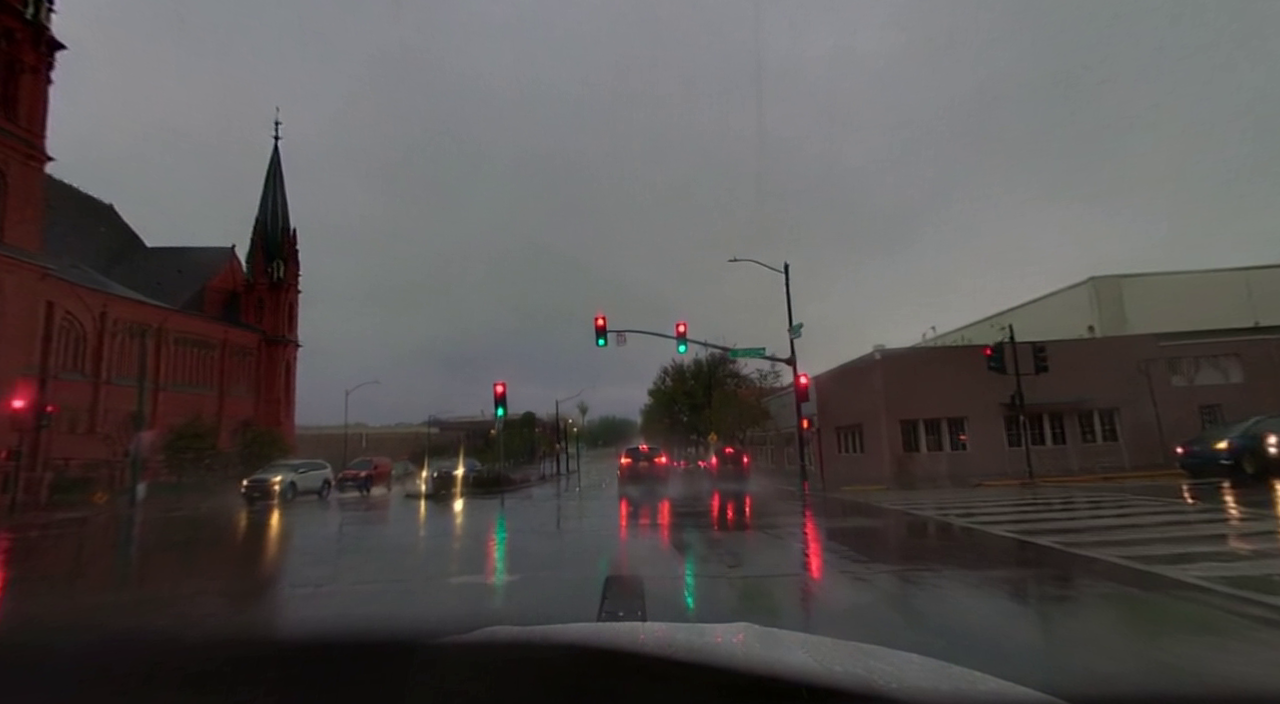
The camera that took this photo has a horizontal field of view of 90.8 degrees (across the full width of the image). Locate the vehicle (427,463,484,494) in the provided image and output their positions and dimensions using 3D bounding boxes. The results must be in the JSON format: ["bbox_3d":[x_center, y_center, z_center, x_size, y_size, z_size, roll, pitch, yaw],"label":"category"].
[{"bbox_3d":[-11.385,7.786,39.280,2.170,1.746,4.565,0,-10,-1],"label":"vehicle"}]

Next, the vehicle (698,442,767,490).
[{"bbox_3d":[3.705,4.674,26.038,2.080,1.735,4.650,2,-10,-1],"label":"vehicle"}]

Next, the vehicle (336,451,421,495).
[{"bbox_3d":[-11.854,5.610,29.029,2.069,1.790,4.358,-1,-12,-1],"label":"vehicle"}]

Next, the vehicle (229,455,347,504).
[{"bbox_3d":[-14.945,5.506,27.309,1.969,1.896,5.404,0,-11,0],"label":"vehicle"}]

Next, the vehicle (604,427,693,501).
[{"bbox_3d":[0.169,3.058,17.543,2.168,1.776,4.135,0,-9,-1],"label":"vehicle"}]
